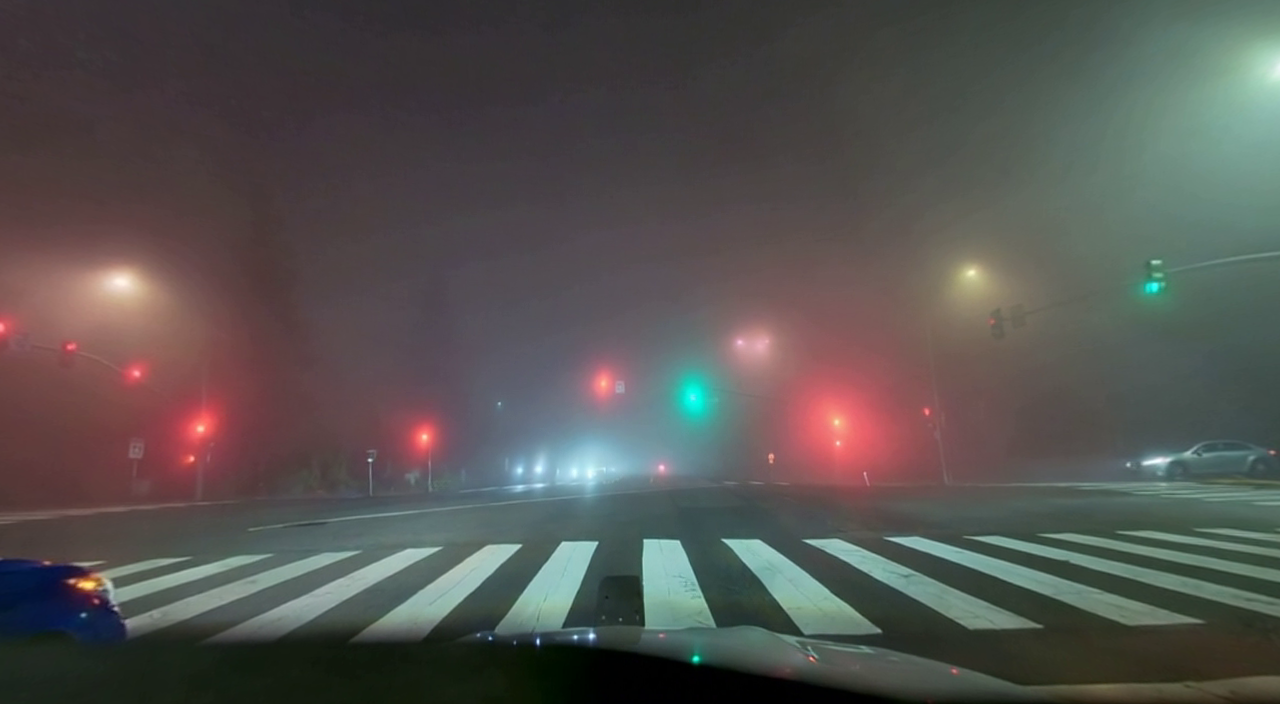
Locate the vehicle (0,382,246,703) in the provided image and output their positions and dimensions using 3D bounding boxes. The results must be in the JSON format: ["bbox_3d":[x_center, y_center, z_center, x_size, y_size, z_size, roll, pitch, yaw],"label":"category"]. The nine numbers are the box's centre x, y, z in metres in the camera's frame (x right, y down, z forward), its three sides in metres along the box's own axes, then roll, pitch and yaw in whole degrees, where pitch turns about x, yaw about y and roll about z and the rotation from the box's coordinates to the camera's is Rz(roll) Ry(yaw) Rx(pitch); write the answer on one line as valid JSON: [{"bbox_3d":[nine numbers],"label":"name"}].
[{"bbox_3d":[-2.989,0.753,1.238,1.969,1.513,3.773,0,-8,0],"label":"vehicle"}]

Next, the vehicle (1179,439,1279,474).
[{"bbox_3d":[25.674,4.379,26.586,4.347,1.411,1.784,0,-8,-2],"label":"vehicle"}]

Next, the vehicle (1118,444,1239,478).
[{"bbox_3d":[25.106,5.047,29.521,4.123,1.469,1.790,0,-8,-5],"label":"vehicle"}]
